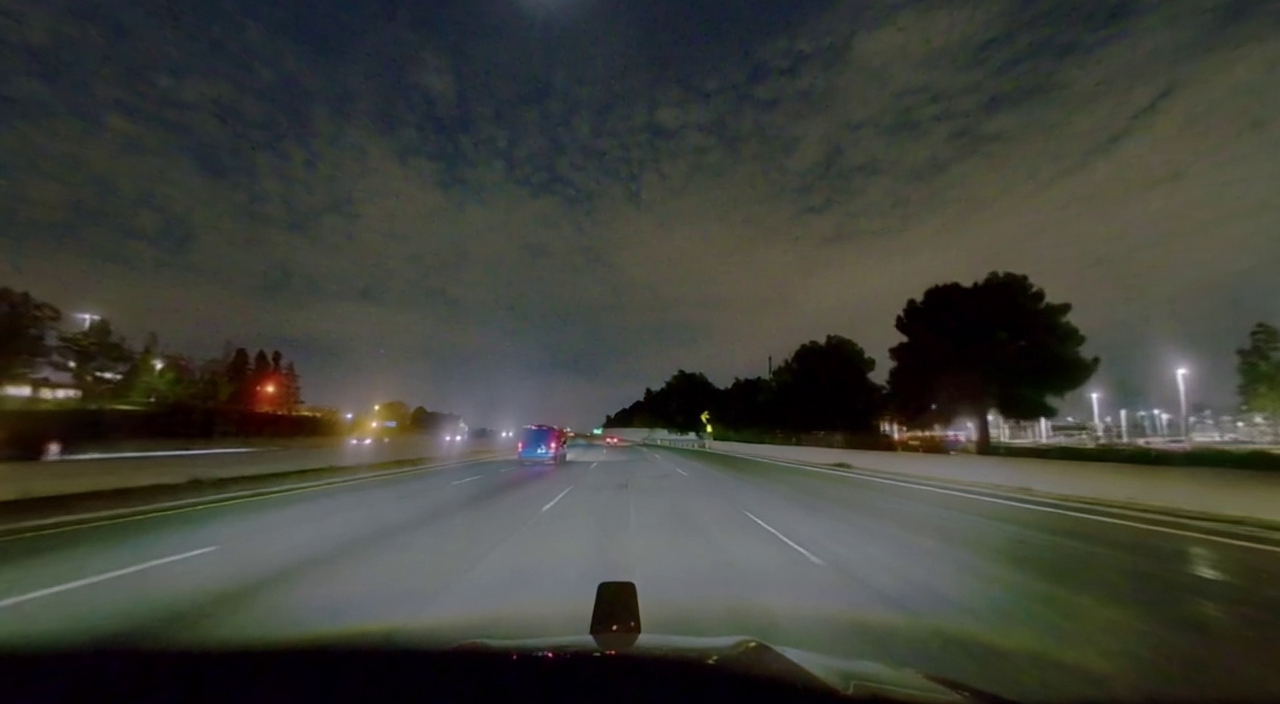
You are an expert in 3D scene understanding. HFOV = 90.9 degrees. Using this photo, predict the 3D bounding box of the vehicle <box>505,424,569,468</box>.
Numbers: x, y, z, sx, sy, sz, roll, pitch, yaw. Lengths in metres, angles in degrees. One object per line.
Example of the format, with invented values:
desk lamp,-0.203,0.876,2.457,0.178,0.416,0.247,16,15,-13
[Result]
vehicle,-4.580,4.254,28.738,2.219,1.827,4.738,0,-8,-1
